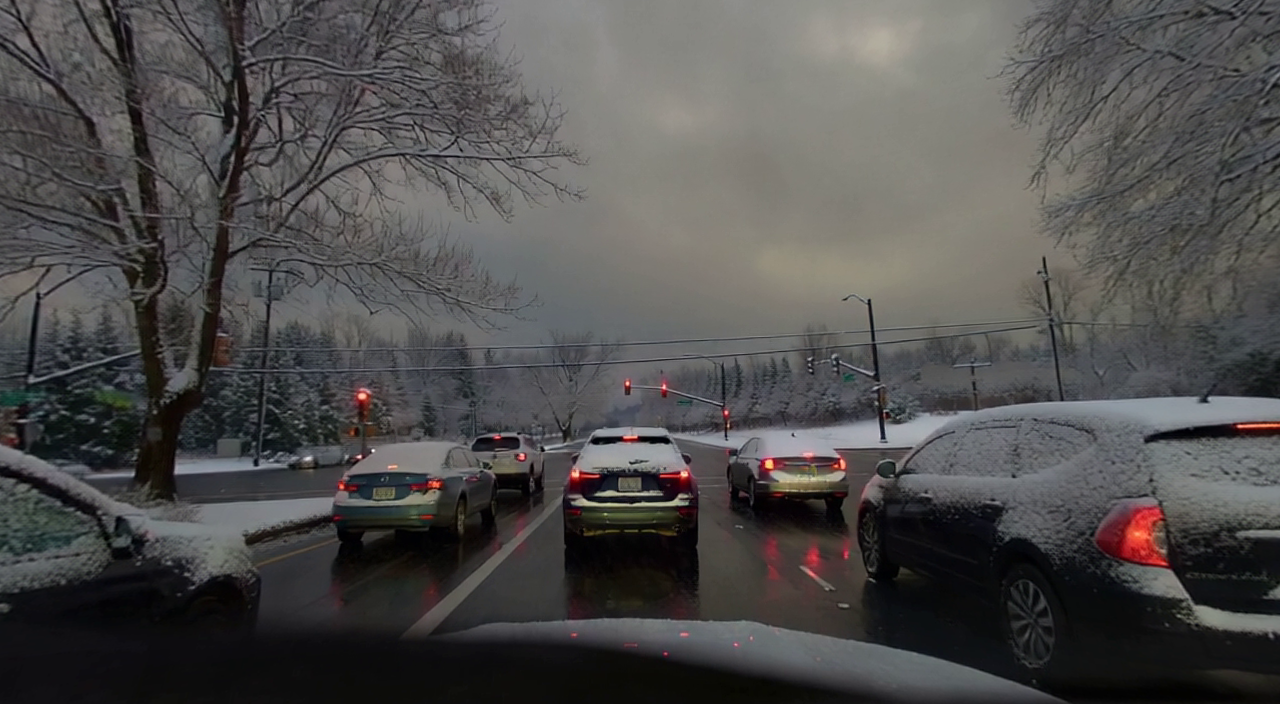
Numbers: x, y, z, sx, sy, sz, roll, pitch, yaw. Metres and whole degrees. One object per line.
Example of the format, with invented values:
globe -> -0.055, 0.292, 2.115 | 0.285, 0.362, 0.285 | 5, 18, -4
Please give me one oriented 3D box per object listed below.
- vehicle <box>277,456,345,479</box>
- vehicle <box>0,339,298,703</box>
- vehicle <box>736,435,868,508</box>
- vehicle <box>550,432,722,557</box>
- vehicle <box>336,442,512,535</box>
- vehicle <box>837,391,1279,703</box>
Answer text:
vehicle -> -25.275, 8.865, 48.631 | 4.310, 1.674, 1.937 | -2, -9, 12
vehicle -> -3.641, 0.836, 2.551 | 2.047, 1.764, 4.369 | 0, -8, 0
vehicle -> 3.667, 2.779, 15.242 | 1.922, 1.472, 4.440 | 0, -8, -1
vehicle -> -0.061, 2.003, 9.595 | 2.061, 1.470, 3.970 | 0, -8, 0
vehicle -> -3.907, 2.511, 12.337 | 1.919, 1.459, 4.371 | 0, -8, -1
vehicle -> 3.405, 1.309, 5.422 | 1.933, 1.564, 4.600 | 0, -8, 0
